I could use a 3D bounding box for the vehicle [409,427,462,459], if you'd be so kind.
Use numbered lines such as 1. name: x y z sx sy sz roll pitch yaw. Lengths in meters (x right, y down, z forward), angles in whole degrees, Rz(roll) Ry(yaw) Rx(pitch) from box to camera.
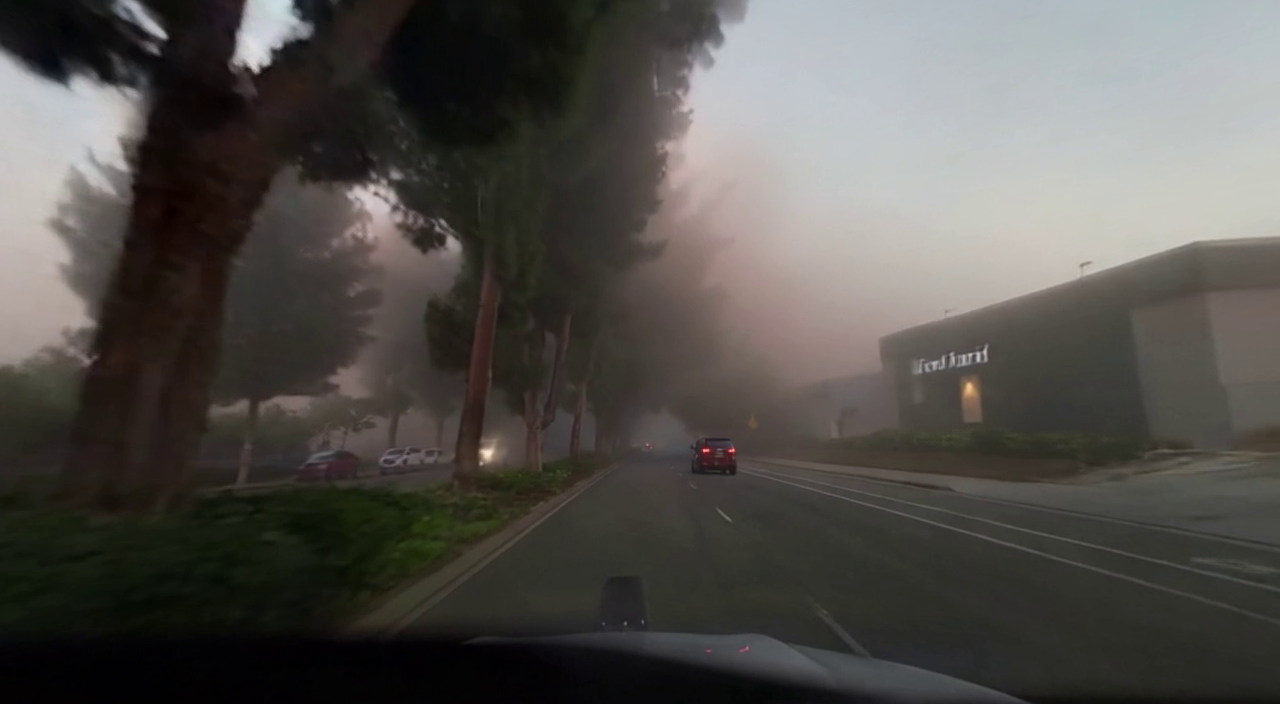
1. vehicle: -13.597 6.109 42.279 2.005 2.034 4.904 0 -8 -1

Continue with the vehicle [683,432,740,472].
1. vehicle: 3.314 4.757 30.138 2.143 1.759 4.378 0 -8 -1

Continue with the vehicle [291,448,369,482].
1. vehicle: -16.310 5.923 33.426 1.848 1.641 4.644 0 -8 -1

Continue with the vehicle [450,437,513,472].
1. vehicle: -8.295 5.388 33.397 2.040 1.729 4.566 0 -8 2
